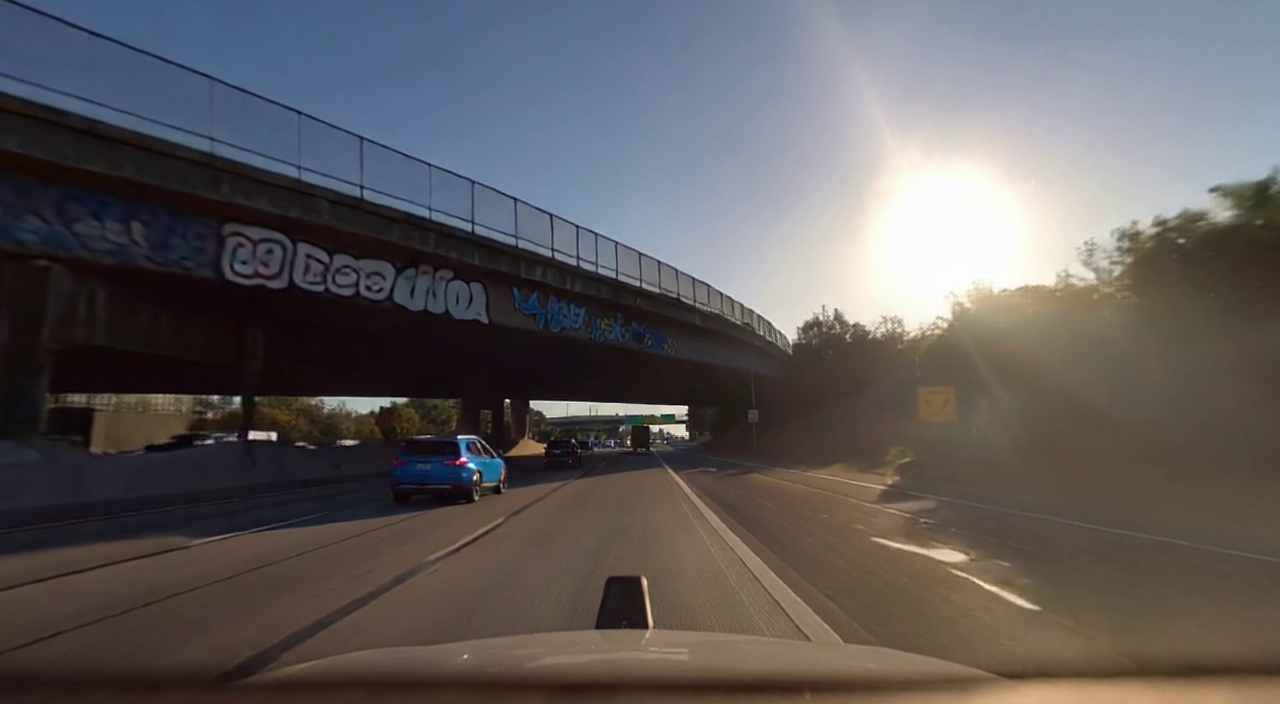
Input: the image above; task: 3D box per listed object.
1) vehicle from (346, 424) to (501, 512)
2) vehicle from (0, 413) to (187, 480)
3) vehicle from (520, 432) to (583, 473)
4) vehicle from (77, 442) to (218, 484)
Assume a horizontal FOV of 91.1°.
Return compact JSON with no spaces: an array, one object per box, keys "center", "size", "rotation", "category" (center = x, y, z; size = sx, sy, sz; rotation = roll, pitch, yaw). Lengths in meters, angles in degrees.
[{"center":[-4.532,2.468,13.884],"size":[1.969,1.633,3.962],"rotation":[0,-8,0],"category":"vehicle"},{"center":[-35.545,6.091,40.859],"size":[3.511,3.744,11.340],"rotation":[0,-8,0],"category":"vehicle"},{"center":[-3.921,4.545,28.604],"size":[2.154,1.693,4.394],"rotation":[0,-8,1],"category":"vehicle"},{"center":[-20.335,4.578,26.271],"size":[1.856,1.560,5.001],"rotation":[0,-8,-1],"category":"vehicle"}]
